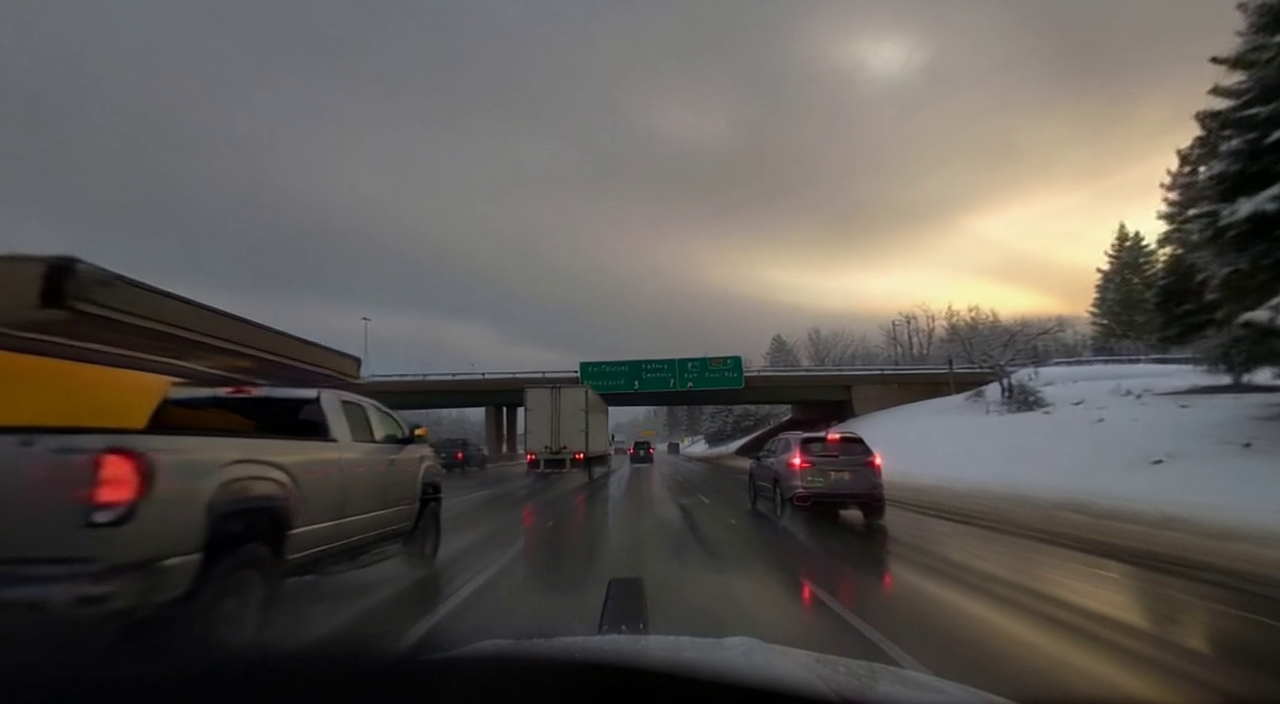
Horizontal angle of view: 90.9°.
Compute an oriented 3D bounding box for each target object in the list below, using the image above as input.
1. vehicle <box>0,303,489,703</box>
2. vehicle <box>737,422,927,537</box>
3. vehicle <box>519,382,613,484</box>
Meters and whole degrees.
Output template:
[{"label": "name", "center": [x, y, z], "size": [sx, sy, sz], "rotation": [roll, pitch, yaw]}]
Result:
[{"label": "vehicle", "center": [-3.570, 1.275, 5.865], "size": [2.645, 2.023, 6.491], "rotation": [0, -9, 1]}, {"label": "vehicle", "center": [3.149, 2.194, 11.459], "size": [2.028, 1.658, 4.334], "rotation": [0, -9, -1]}, {"label": "vehicle", "center": [-3.325, 4.420, 33.343], "size": [2.869, 4.108, 15.564], "rotation": [0, -9, 1]}]
